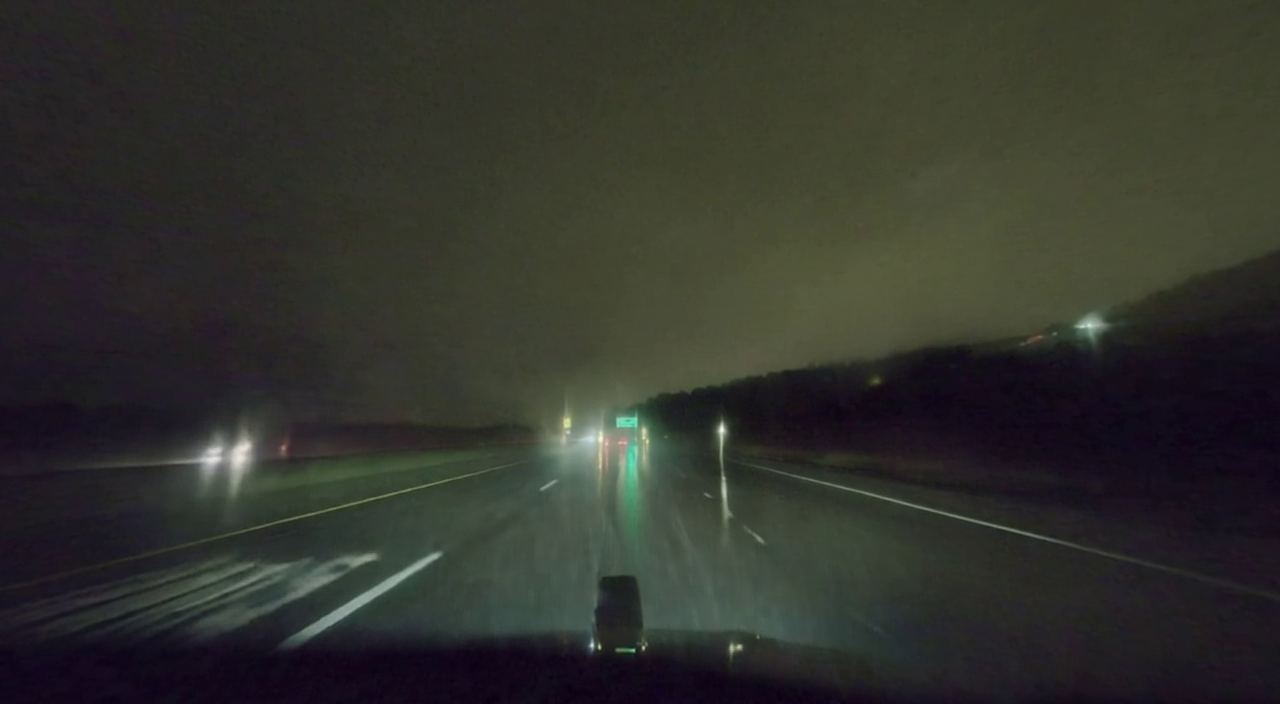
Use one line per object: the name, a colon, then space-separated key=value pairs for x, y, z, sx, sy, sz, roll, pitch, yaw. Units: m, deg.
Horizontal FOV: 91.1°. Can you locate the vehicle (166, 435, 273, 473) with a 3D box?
vehicle: x=-23.684 y=5.751 z=35.784 sx=2.267 sy=1.970 sz=5.608 roll=0 pitch=-8 yaw=-1
